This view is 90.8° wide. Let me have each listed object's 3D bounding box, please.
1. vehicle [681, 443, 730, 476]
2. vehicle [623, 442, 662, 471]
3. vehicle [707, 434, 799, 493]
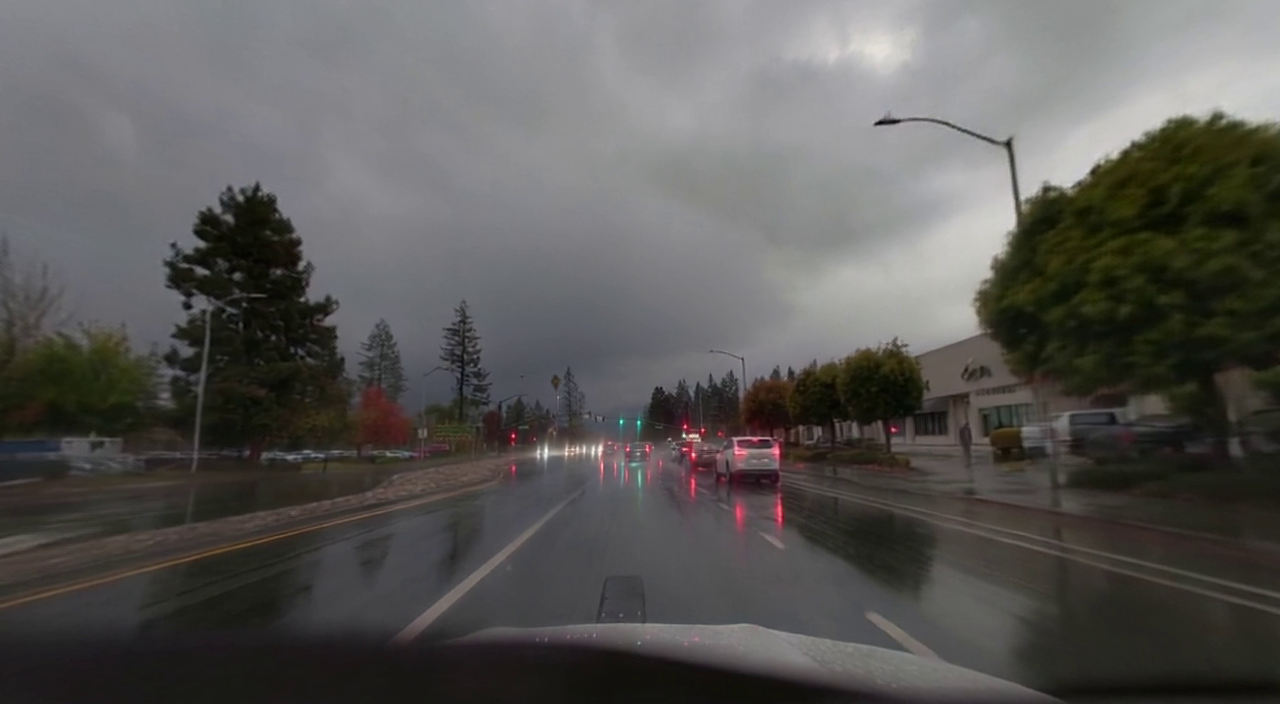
[{"bbox_3d":[3.076,5.154,30.583,1.864,1.484,4.662,0,-8,0],"label":"vehicle"},{"bbox_3d":[0.123,5.775,35.131,2.023,1.532,3.891,0,-8,-1],"label":"vehicle"},{"bbox_3d":[3.453,3.482,20.096,2.085,1.668,4.077,0,-8,-1],"label":"vehicle"}]
